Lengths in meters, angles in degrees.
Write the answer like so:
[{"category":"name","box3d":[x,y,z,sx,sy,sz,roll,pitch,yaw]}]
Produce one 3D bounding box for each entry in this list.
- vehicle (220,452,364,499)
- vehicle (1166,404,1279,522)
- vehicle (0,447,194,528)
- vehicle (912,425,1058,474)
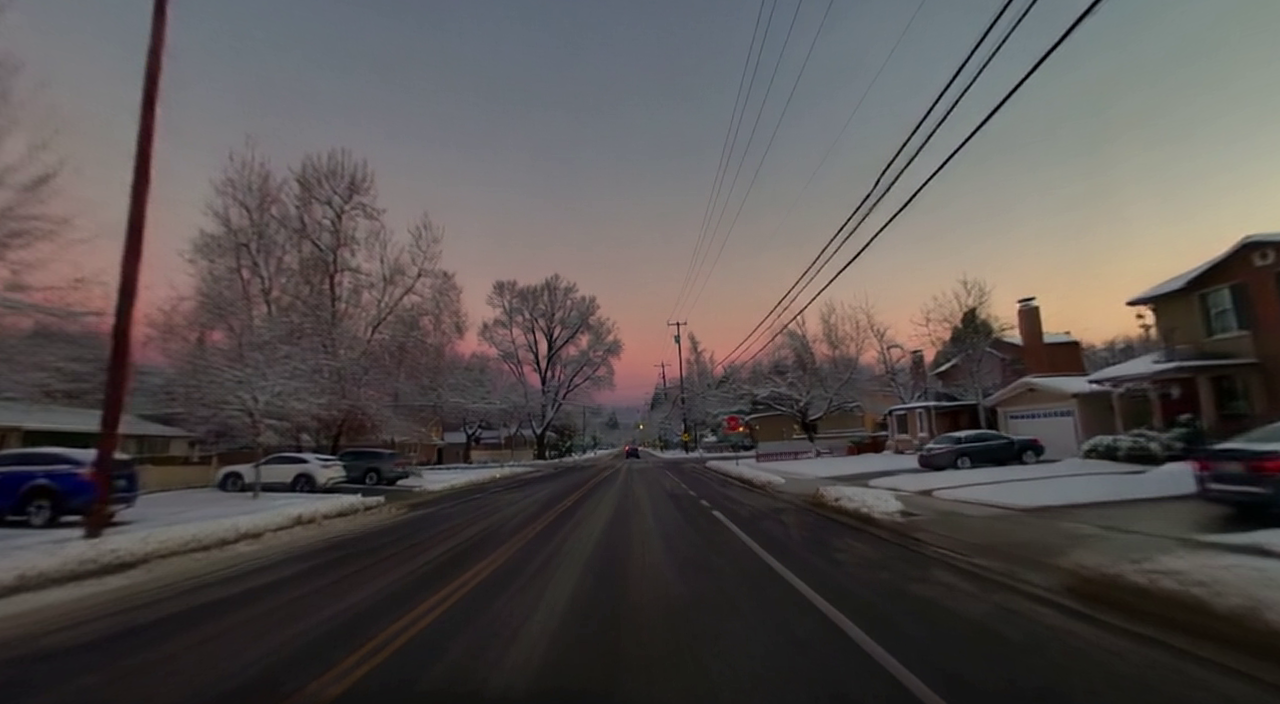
[{"category":"vehicle","box3d":[-12.349,4.380,22.634,3.927,1.560,2.049,0,-9,0]},{"category":"vehicle","box3d":[10.808,1.580,9.135,4.908,1.537,2.065,1,-9,-9]},{"category":"vehicle","box3d":[-12.902,2.963,14.130,4.207,1.648,1.956,1,-9,-6]},{"category":"vehicle","box3d":[13.187,3.727,24.280,4.653,1.775,1.906,1,-9,-10]}]
